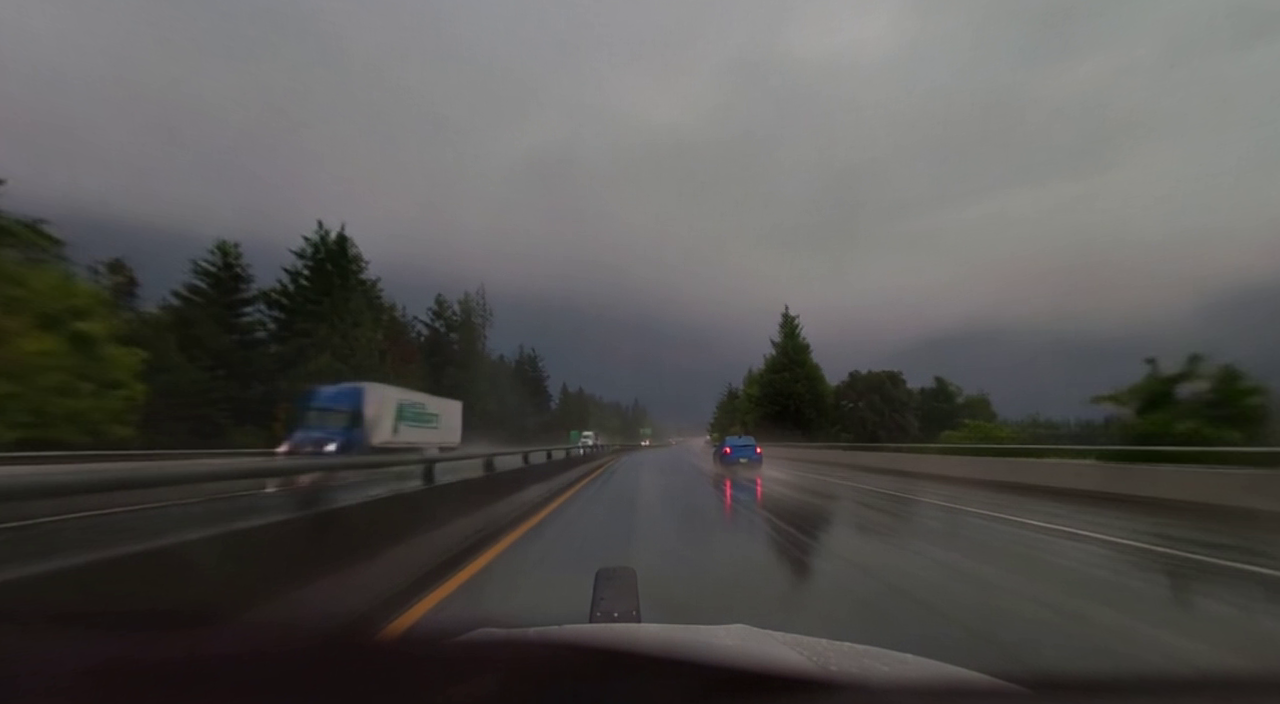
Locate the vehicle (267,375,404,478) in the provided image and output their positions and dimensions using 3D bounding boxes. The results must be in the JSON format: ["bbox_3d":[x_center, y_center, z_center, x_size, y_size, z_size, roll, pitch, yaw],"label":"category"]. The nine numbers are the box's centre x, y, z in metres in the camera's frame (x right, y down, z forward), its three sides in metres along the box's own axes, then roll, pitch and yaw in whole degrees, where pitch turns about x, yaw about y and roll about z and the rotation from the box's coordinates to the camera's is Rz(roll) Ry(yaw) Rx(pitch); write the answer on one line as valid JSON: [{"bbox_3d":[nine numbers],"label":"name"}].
[{"bbox_3d":[-12.937,3.303,27.409,3.022,3.959,5.729,0,-8,0],"label":"vehicle"}]

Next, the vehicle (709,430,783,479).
[{"bbox_3d":[3.919,3.867,24.063,2.022,1.663,4.245,0,-8,-1],"label":"vehicle"}]
